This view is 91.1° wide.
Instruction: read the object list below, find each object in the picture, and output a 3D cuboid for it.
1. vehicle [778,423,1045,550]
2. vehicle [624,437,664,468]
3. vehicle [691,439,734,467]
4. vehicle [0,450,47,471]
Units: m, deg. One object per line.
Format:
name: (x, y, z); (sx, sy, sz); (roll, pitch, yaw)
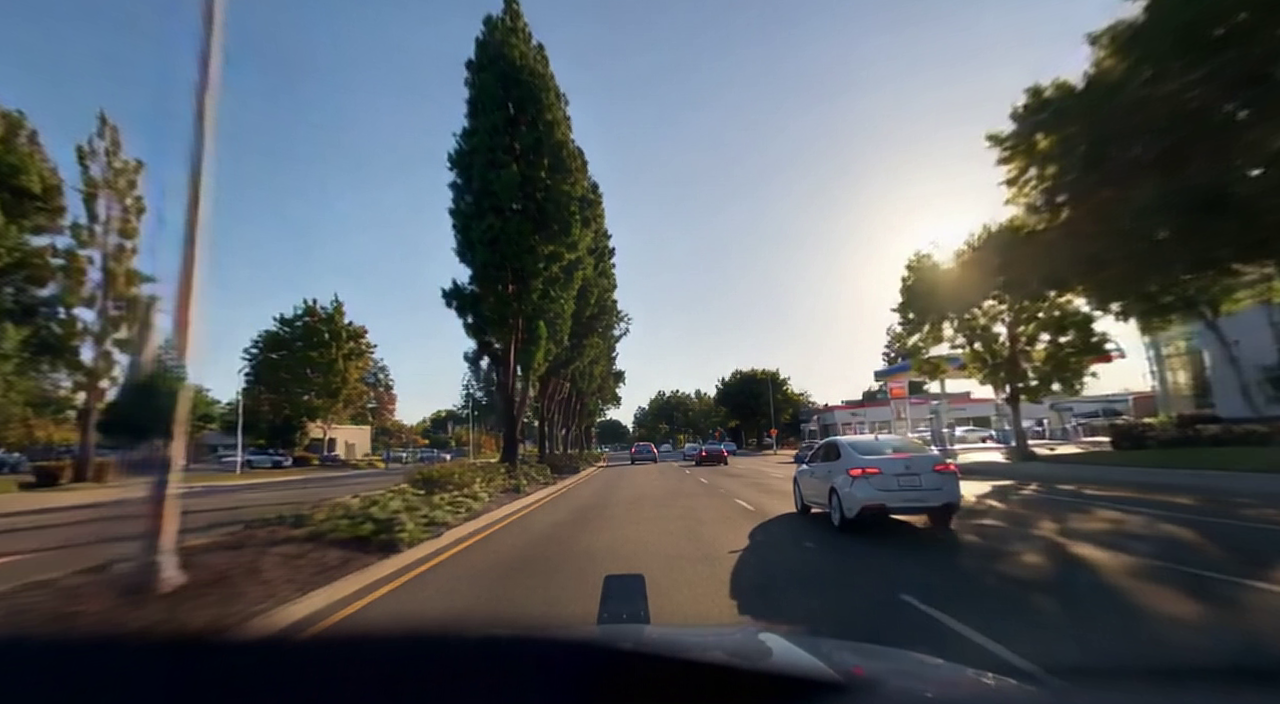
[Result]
vehicle: (3.804, 1.981, 10.000); (2.119, 1.509, 4.756); (0, -9, 0)
vehicle: (0.238, 5.877, 36.812); (2.172, 1.694, 4.055); (0, -9, 0)
vehicle: (4.195, 5.926, 36.960); (1.980, 1.515, 4.362); (0, -9, -1)
vehicle: (-46.461, 7.903, 45.822); (4.234, 1.475, 1.929); (0, -9, 0)
